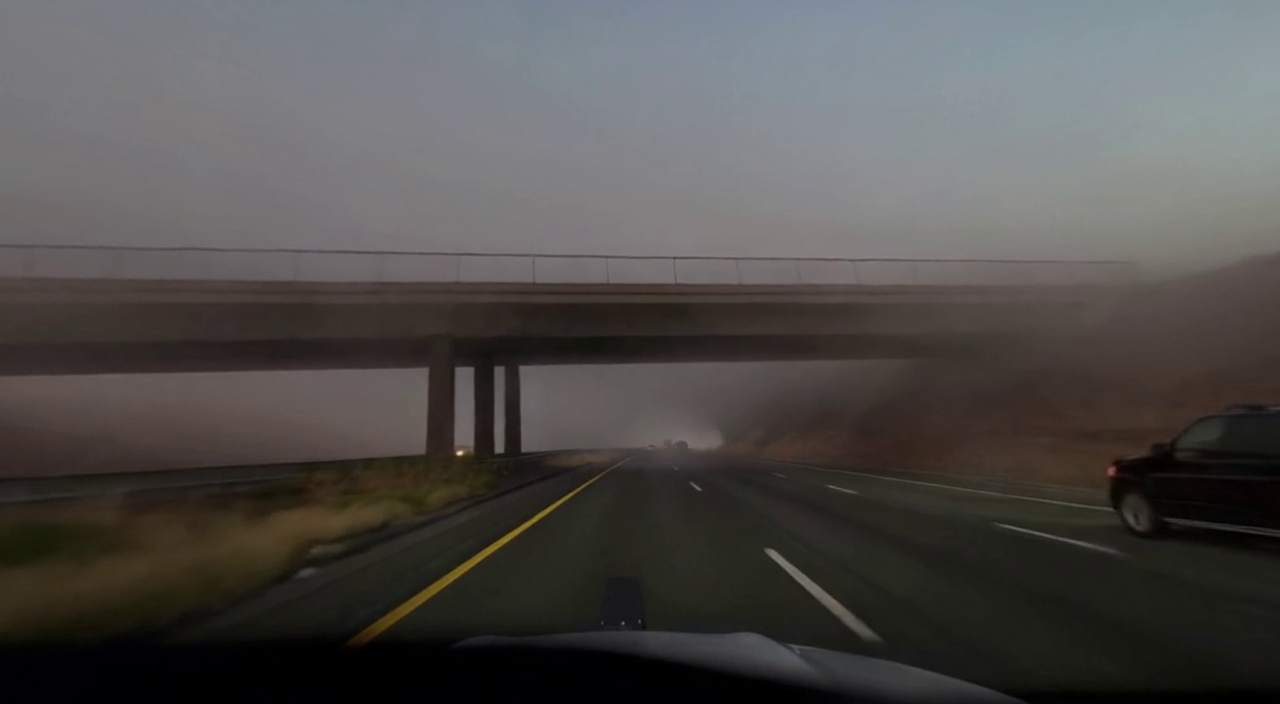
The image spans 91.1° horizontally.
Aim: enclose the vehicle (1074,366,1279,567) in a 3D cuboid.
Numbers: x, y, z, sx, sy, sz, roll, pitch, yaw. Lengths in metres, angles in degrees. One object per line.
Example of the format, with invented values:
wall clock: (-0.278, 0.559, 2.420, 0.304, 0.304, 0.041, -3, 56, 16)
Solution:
vehicle: (7.729, 1.197, 6.601, 2.362, 2.037, 5.409, 0, -9, -1)
